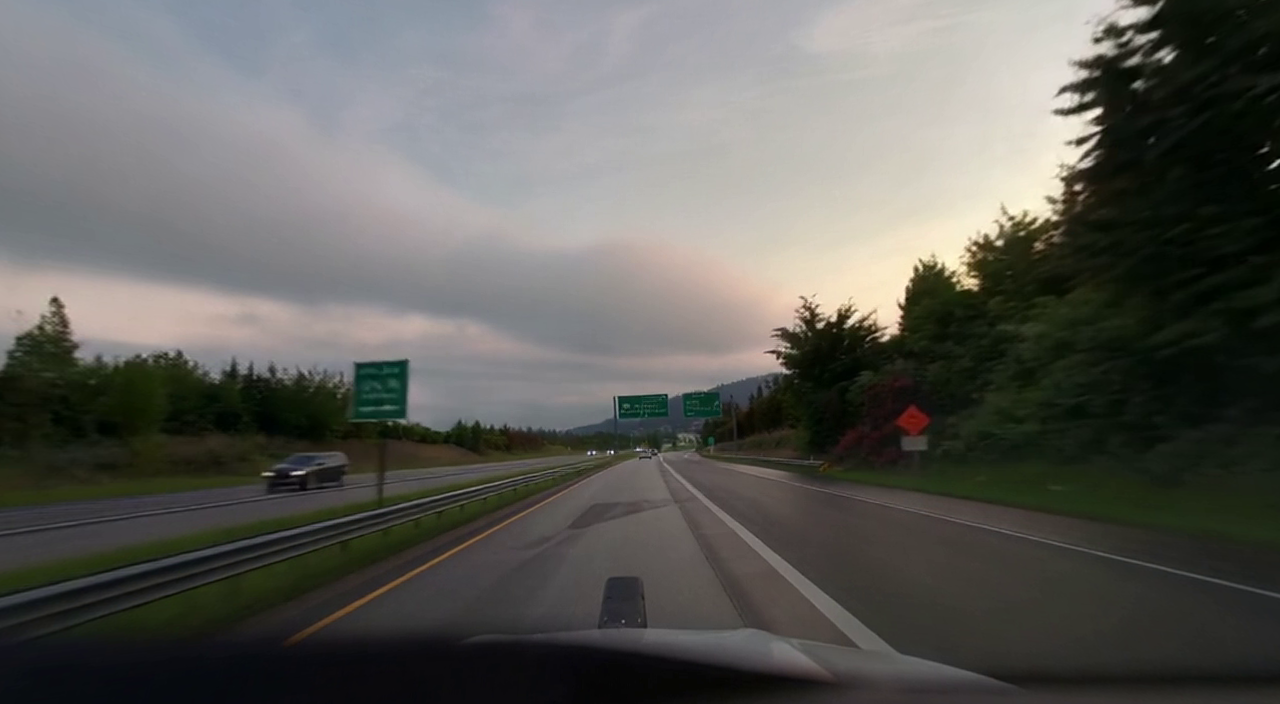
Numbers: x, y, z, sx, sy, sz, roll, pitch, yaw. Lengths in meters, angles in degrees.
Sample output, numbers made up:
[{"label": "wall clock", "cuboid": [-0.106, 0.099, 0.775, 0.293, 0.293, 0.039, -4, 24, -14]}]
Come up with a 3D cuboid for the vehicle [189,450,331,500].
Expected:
[{"label": "vehicle", "cuboid": [-12.729, 4.112, 21.544, 1.917, 1.490, 4.582, 0, -9, 1]}]
